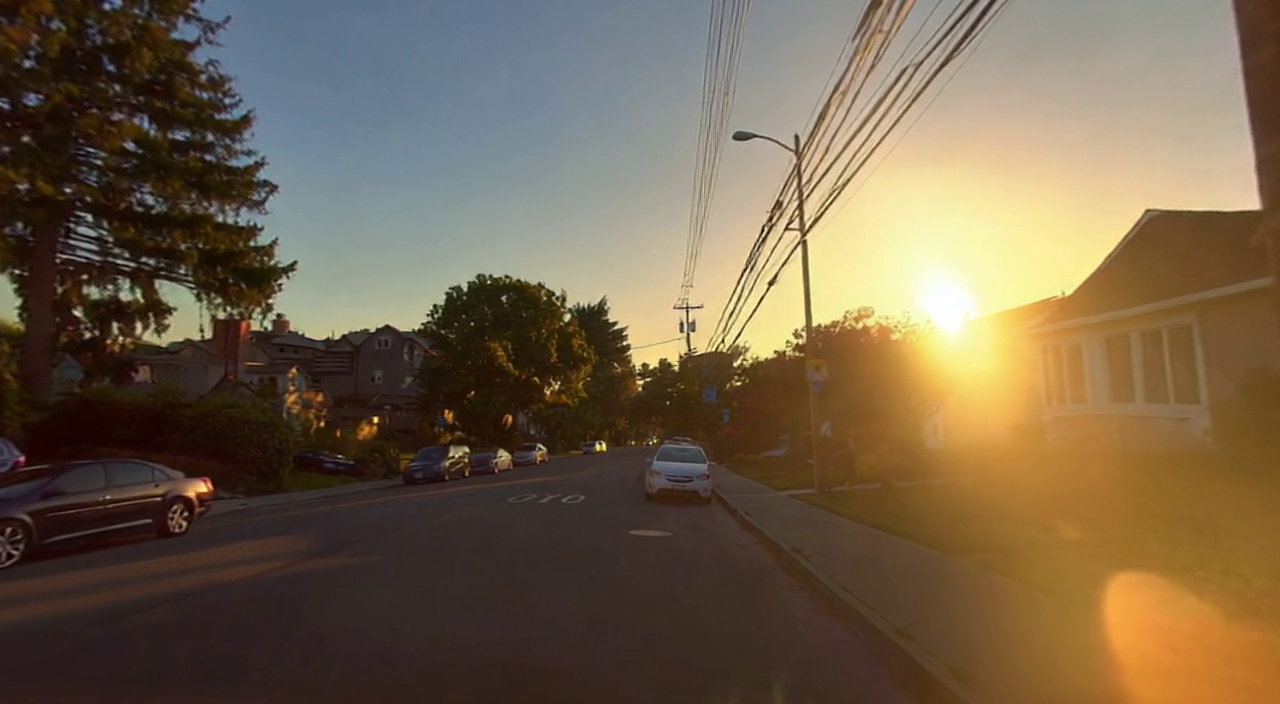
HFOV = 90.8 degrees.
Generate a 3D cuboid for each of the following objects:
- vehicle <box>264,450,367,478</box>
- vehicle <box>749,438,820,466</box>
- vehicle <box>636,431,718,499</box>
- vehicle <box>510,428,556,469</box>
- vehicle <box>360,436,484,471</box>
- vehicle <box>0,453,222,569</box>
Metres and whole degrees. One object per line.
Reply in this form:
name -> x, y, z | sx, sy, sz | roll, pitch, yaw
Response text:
vehicle -> -17.201, 5.963, 33.651 | 4.481, 1.420, 1.712 | 0, -9, -2
vehicle -> 9.025, 6.268, 39.690 | 4.075, 1.674, 1.811 | 0, -8, 3
vehicle -> 0.971, 2.898, 16.521 | 1.908, 1.572, 3.105 | -1, -8, 4
vehicle -> -8.043, 7.304, 48.013 | 2.199, 2.902, 5.848 | 0, -8, 3
vehicle -> -12.857, 6.052, 37.656 | 6.488, 2.009, 2.354 | 0, -9, 2
vehicle -> -9.158, 2.330, 9.877 | 1.968, 1.449, 4.502 | -1, -8, 3
